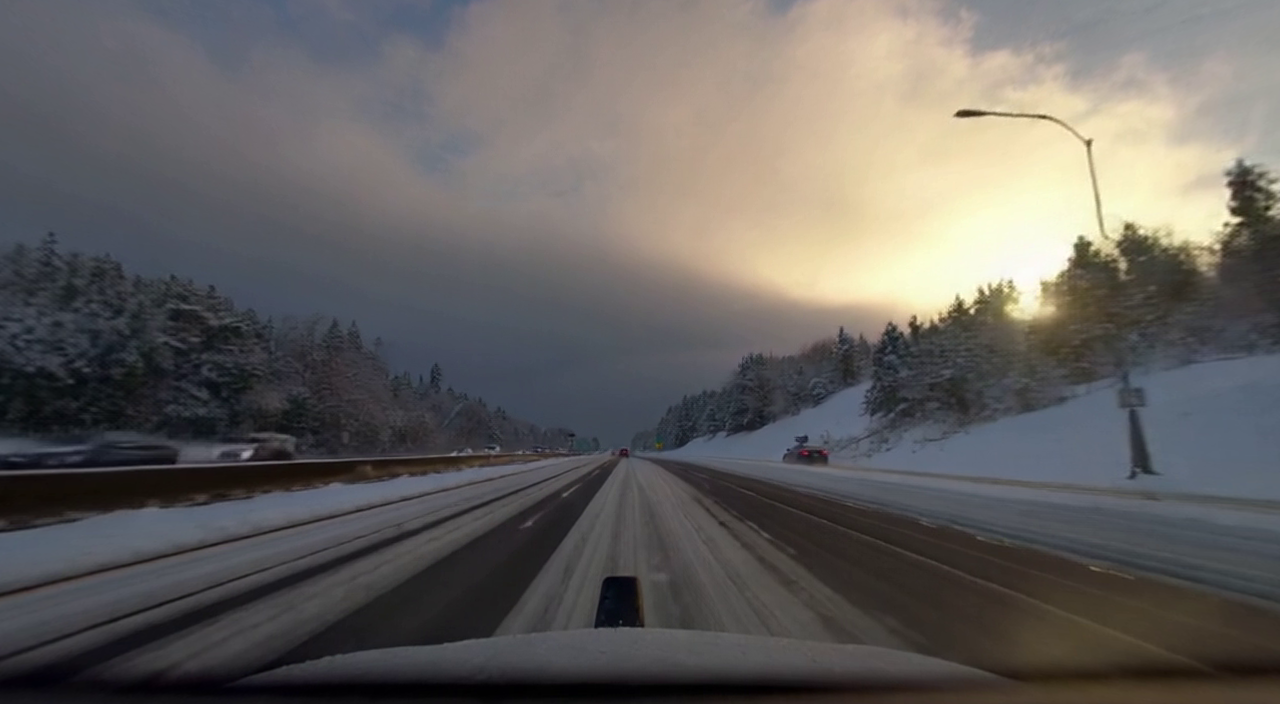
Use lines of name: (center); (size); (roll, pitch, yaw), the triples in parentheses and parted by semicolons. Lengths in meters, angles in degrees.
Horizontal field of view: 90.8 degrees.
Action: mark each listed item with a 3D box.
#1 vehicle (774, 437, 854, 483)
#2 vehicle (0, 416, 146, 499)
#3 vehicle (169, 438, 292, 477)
vehicle: (7.031, 4.413, 25.966); (2.081, 1.705, 3.926); (0, -9, -1)
vehicle: (-13.736, 2.300, 13.806); (2.134, 1.624, 4.589); (0, -9, 0)
vehicle: (-17.592, 4.556, 27.513); (2.112, 1.539, 4.862); (0, -9, 0)
